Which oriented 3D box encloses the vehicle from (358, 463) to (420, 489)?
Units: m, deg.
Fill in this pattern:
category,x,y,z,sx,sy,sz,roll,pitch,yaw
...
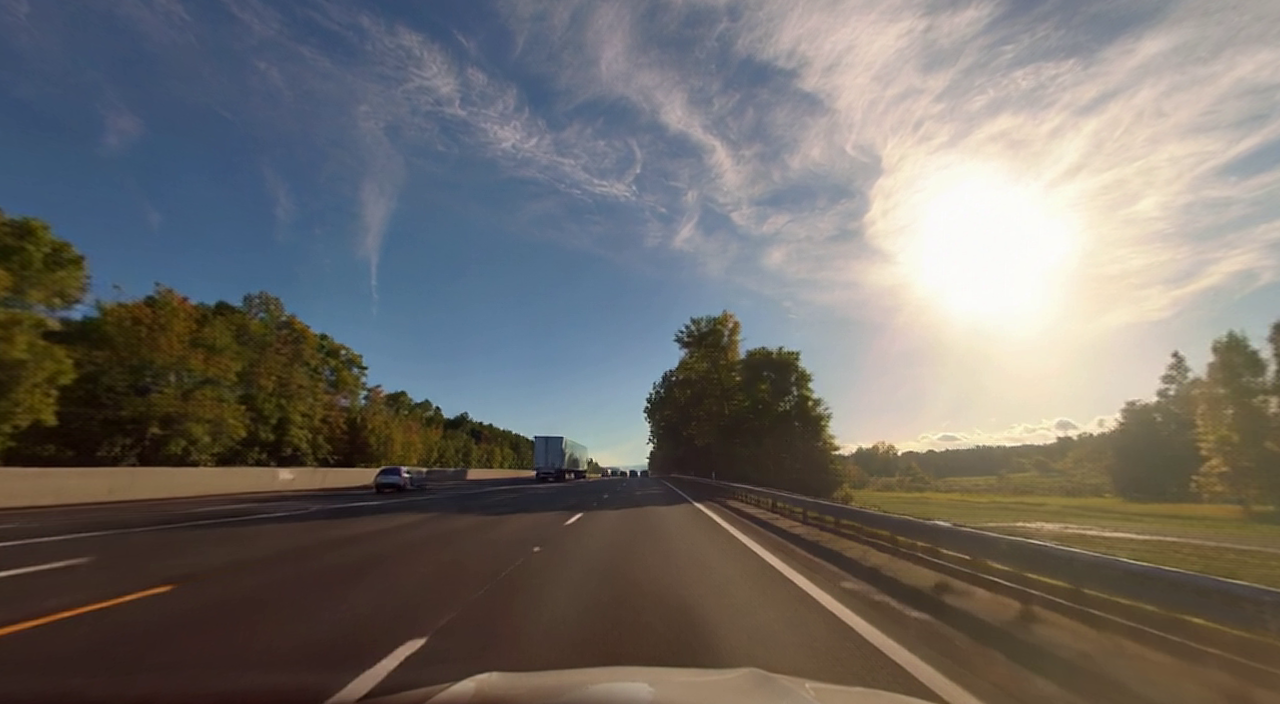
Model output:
category,x,y,z,sx,sy,sz,roll,pitch,yaw
vehicle,-14.841,7.350,37.491,1.745,1.430,4.252,0,-10,3
